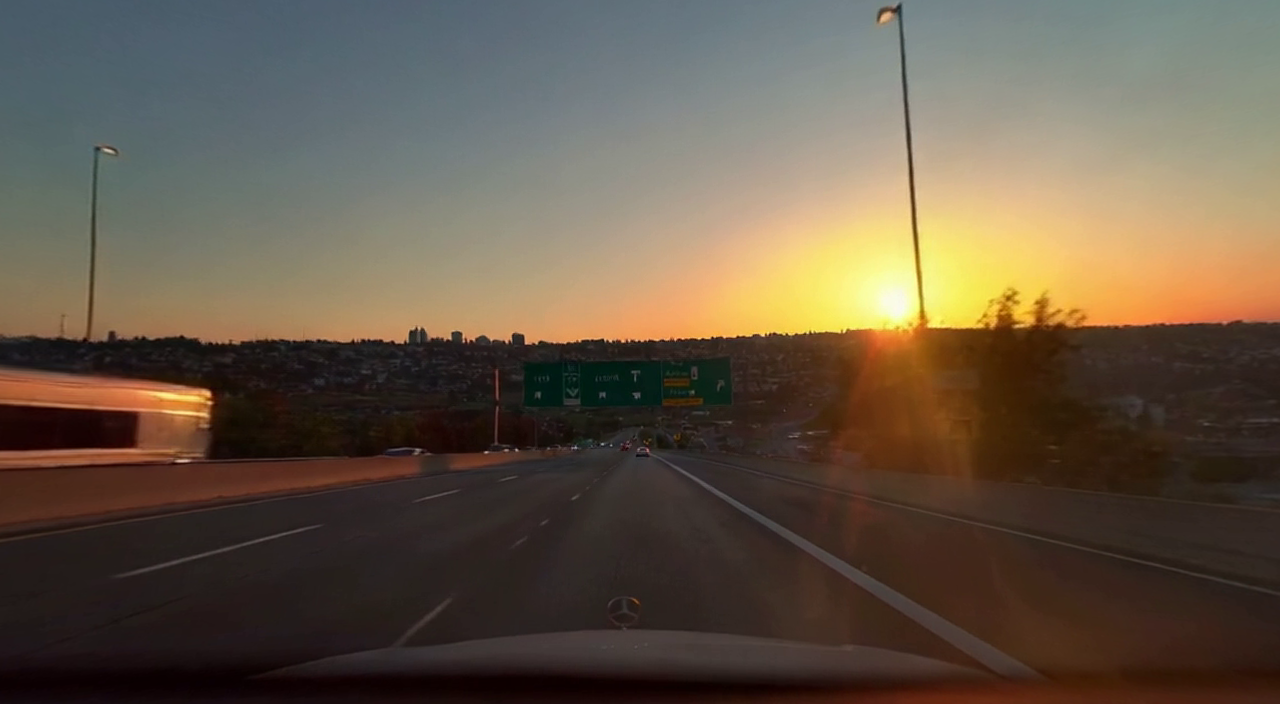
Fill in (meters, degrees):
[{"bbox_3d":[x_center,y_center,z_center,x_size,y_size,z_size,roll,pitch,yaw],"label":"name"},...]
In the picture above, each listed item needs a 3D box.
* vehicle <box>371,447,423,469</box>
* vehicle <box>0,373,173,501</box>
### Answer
[{"bbox_3d":[-18.593,8.093,48.472,2.163,1.564,4.548,0,-9,0],"label":"vehicle"},{"bbox_3d":[-22.612,2.817,20.827,3.417,4.120,14.262,0,-9,0],"label":"vehicle"}]
